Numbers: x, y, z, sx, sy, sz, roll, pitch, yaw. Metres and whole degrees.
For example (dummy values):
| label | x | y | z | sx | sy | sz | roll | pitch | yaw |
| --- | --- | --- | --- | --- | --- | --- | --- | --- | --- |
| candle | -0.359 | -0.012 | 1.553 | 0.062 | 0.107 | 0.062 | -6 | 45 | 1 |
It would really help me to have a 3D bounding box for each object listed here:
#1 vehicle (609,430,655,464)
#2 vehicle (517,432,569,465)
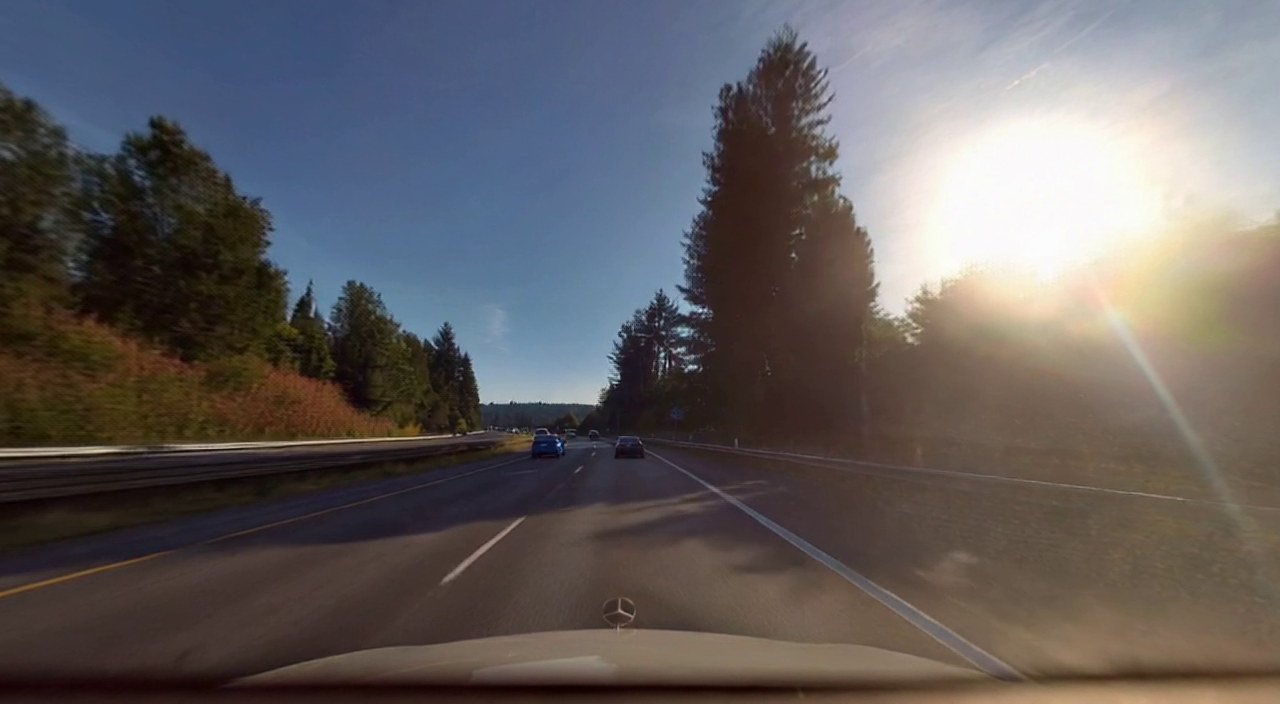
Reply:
| label | x | y | z | sx | sy | sz | roll | pitch | yaw |
| --- | --- | --- | --- | --- | --- | --- | --- | --- | --- |
| vehicle | -0.463 | 4.779 | 31.906 | 2.162 | 1.616 | 4.242 | 0 | -8 | -2 |
| vehicle | -4.676 | 4.731 | 31.061 | 1.975 | 1.518 | 4.242 | 0 | -8 | -1 |
